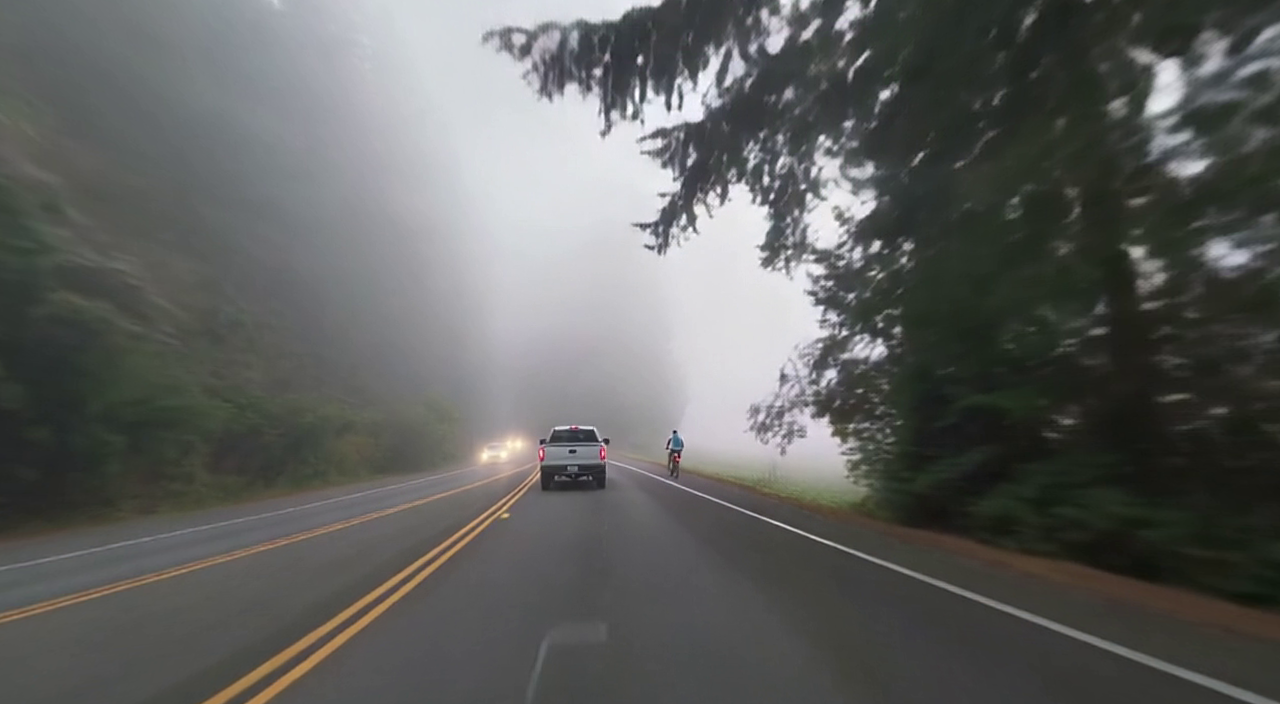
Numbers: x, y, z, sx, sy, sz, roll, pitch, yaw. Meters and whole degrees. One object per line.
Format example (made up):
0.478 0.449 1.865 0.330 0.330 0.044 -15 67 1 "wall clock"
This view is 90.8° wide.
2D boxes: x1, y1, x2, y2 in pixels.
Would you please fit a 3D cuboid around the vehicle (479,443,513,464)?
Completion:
-10.824 7.655 47.702 2.045 1.474 3.956 0 -8 -6 "vehicle"

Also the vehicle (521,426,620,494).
-2.018 3.291 19.649 2.631 1.798 5.331 0 -8 -4 "vehicle"
